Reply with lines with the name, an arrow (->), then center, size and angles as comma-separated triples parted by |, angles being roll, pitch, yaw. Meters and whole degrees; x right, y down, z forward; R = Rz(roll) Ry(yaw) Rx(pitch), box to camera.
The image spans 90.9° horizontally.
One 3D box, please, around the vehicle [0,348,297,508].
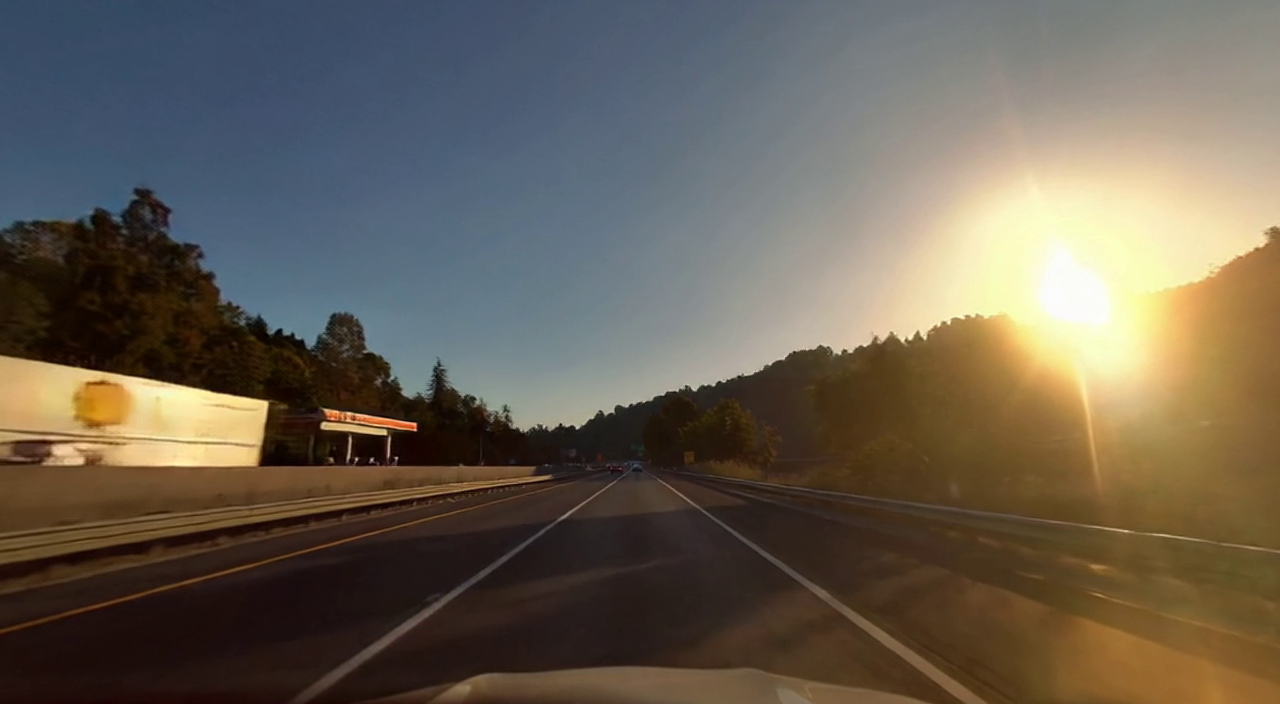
vehicle -> -17.345, 2.988, 21.656 | 3.384, 3.839, 13.714 | 1, -11, 0
